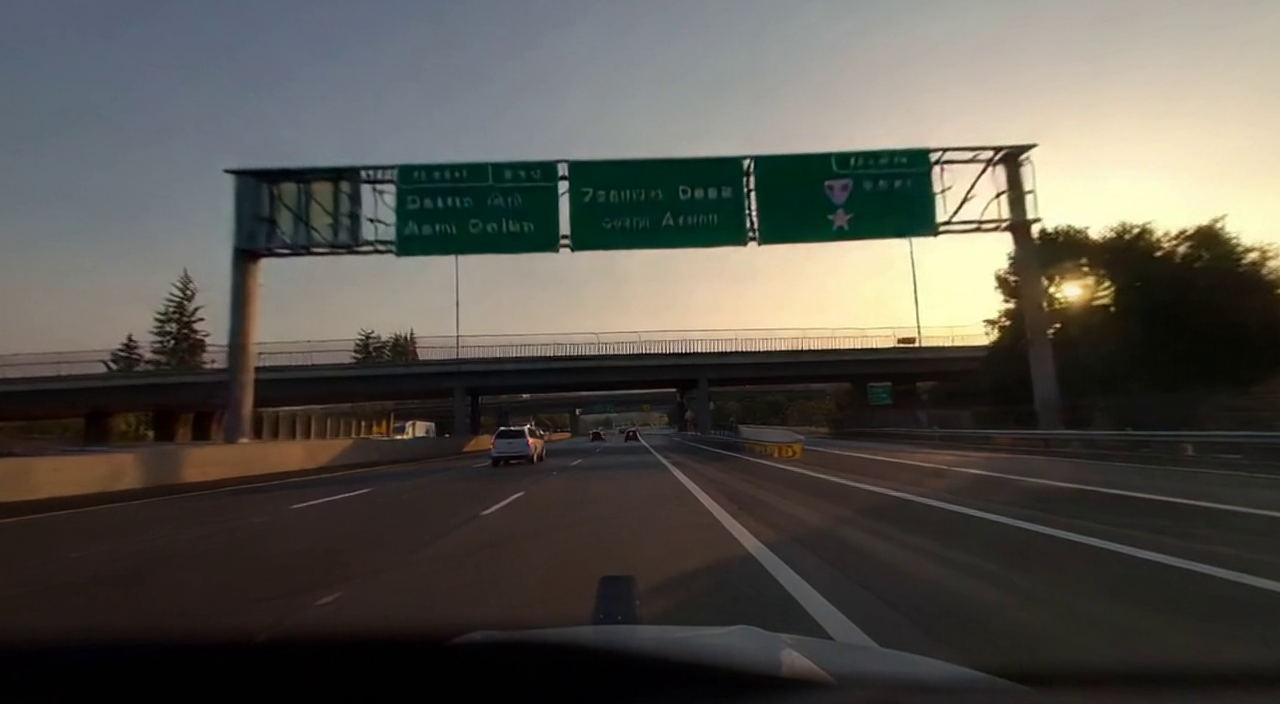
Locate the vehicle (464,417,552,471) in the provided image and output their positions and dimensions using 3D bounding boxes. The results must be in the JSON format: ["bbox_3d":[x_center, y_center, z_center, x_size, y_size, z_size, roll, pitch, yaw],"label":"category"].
[{"bbox_3d":[-4.591,3.278,22.680,2.153,1.730,4.772,0,-8,0],"label":"vehicle"}]
